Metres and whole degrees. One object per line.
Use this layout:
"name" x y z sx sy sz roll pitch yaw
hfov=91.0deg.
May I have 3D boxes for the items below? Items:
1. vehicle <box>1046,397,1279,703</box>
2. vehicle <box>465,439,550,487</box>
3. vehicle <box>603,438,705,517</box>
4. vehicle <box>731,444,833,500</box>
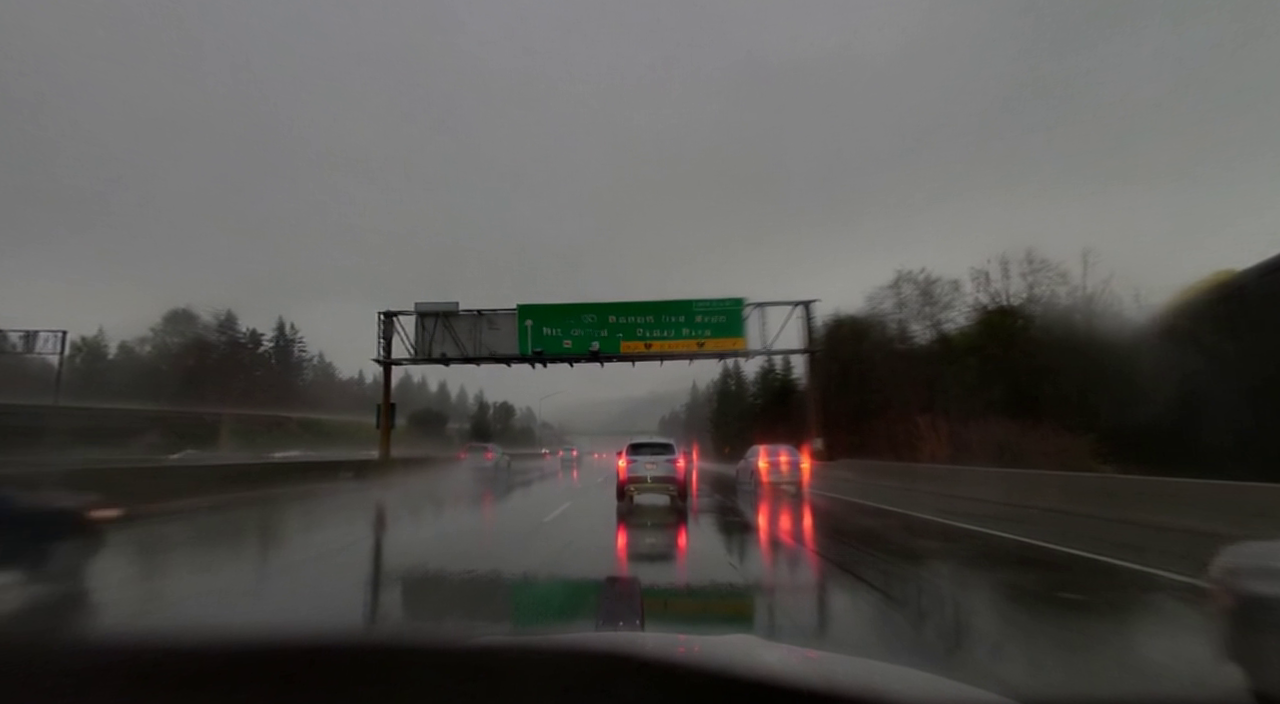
"vehicle" 3.558 0.852 1.873 2.044 1.523 3.947 0 -9 0
"vehicle" -5.297 4.509 25.954 2.182 1.743 5.144 0 -9 2
"vehicle" 0.277 2.807 14.575 2.044 1.554 3.824 0 -9 0
"vehicle" 4.198 3.618 19.474 2.002 1.499 4.710 0 -9 -1
